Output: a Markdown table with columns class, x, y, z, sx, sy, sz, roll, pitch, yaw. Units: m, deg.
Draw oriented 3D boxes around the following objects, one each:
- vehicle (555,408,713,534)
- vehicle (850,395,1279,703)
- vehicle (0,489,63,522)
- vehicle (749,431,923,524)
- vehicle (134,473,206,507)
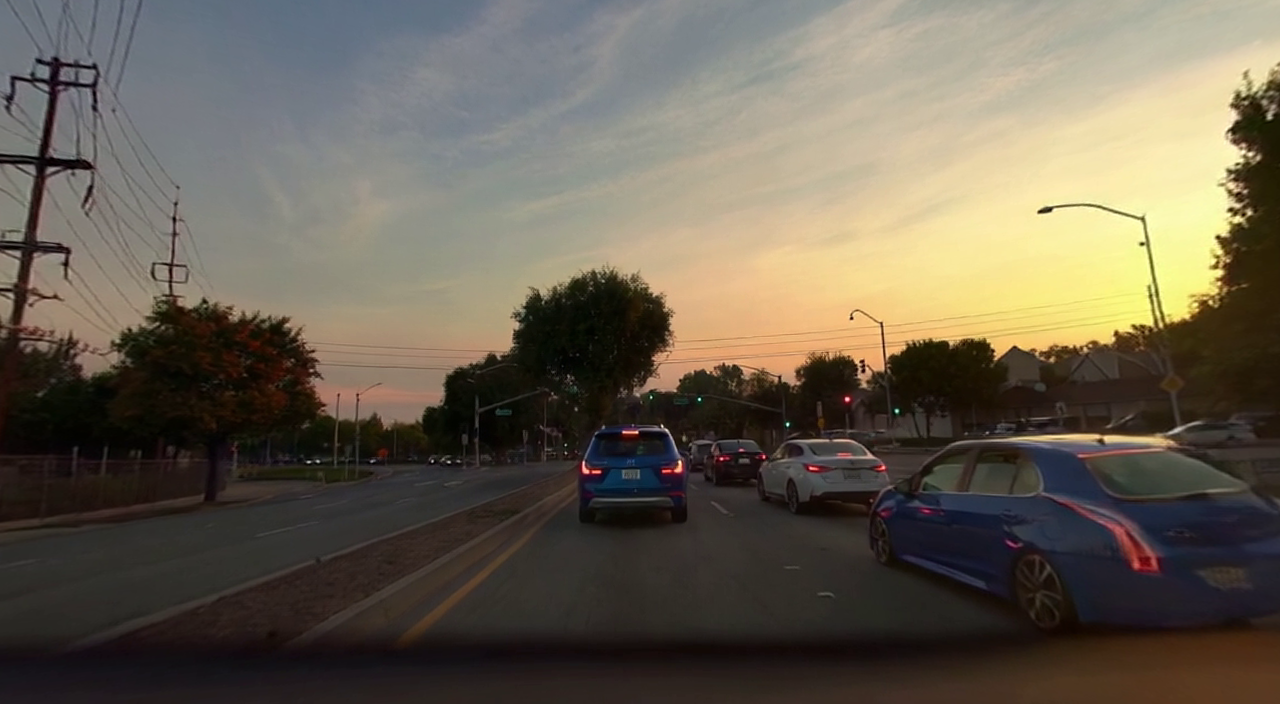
| class | x | y | z | sx | sy | sz | roll | pitch | yaw |
| --- | --- | --- | --- | --- | --- | --- | --- | --- | --- |
| vehicle | -0.126 | 2.059 | 11.432 | 2.300 | 1.821 | 4.254 | 0 | -9 | -1 |
| vehicle | 3.309 | 1.230 | 4.623 | 1.984 | 1.462 | 4.513 | 0 | -9 | 0 |
| vehicle | -33.301 | 8.114 | 33.367 | 3.637 | 1.483 | 2.007 | -1 | -9 | 0 |
| vehicle | 3.530 | 2.352 | 12.408 | 1.952 | 1.477 | 4.417 | 0 | -9 | -1 |
| vehicle | -26.191 | 7.663 | 35.182 | 3.826 | 1.522 | 1.741 | -3 | -9 | 30 |
